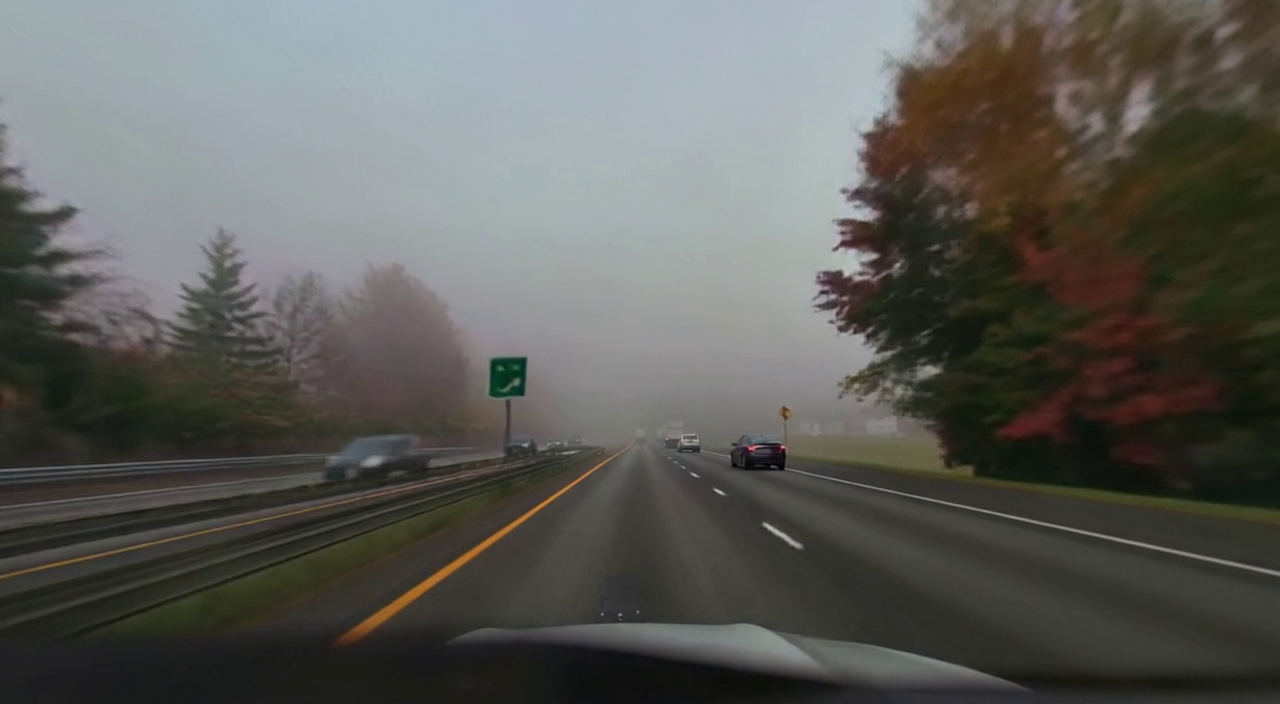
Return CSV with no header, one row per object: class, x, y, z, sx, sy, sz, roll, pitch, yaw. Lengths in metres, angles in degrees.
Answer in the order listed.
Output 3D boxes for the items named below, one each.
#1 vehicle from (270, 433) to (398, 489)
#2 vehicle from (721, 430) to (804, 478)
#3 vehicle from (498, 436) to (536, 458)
vehicle,-8.986,3.210,18.868,1.872,1.498,3.957,0,-8,0
vehicle,4.198,3.557,22.278,2.024,1.516,4.197,0,-8,-1
vehicle,-8.709,6.780,44.910,1.861,1.504,4.286,0,-8,0
